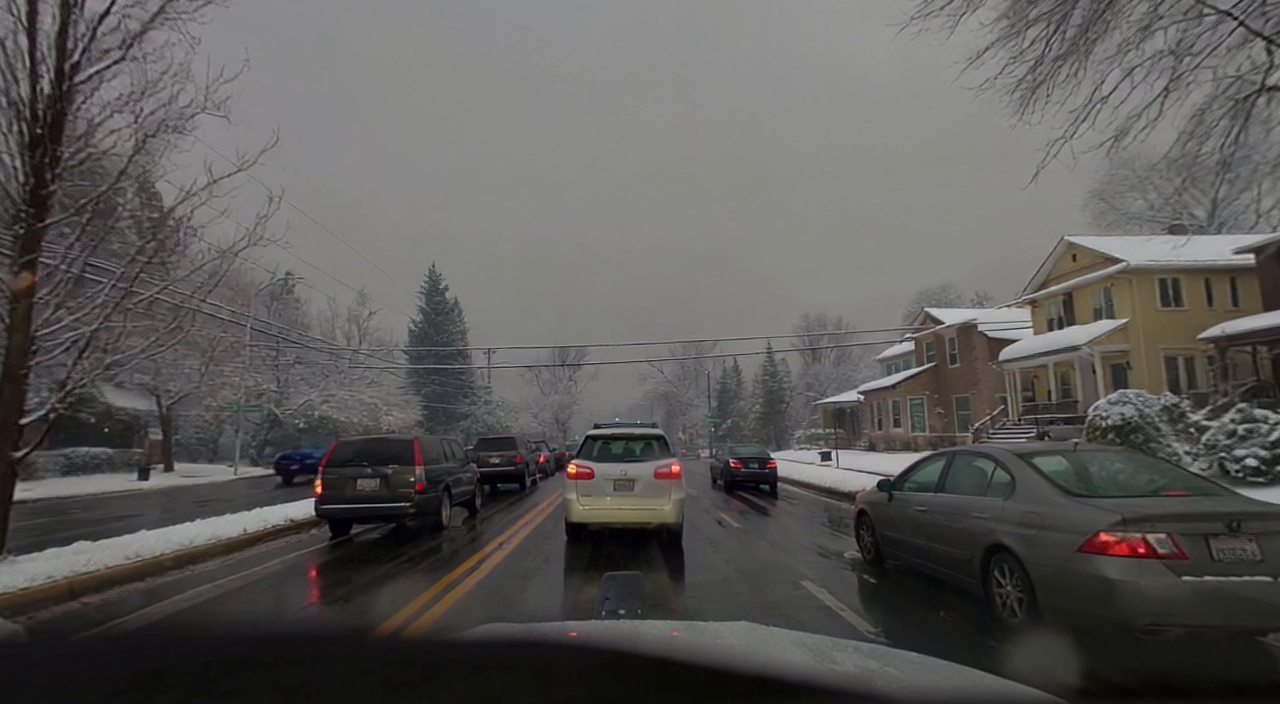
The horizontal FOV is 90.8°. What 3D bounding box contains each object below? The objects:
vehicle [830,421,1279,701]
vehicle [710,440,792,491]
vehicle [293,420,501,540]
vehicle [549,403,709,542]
[{"bbox_3d":[3.472,1.457,5.754,1.977,1.480,4.589,0,-8,-1],"label":"vehicle"},{"bbox_3d":[3.502,3.649,20.656,1.880,1.476,3.932,0,-8,-1],"label":"vehicle"},{"bbox_3d":[-3.721,2.029,10.640,1.864,1.576,4.324,0,-8,-1],"label":"vehicle"},{"bbox_3d":[-0.235,1.945,10.758,2.164,1.867,4.254,0,-8,-2],"label":"vehicle"}]
